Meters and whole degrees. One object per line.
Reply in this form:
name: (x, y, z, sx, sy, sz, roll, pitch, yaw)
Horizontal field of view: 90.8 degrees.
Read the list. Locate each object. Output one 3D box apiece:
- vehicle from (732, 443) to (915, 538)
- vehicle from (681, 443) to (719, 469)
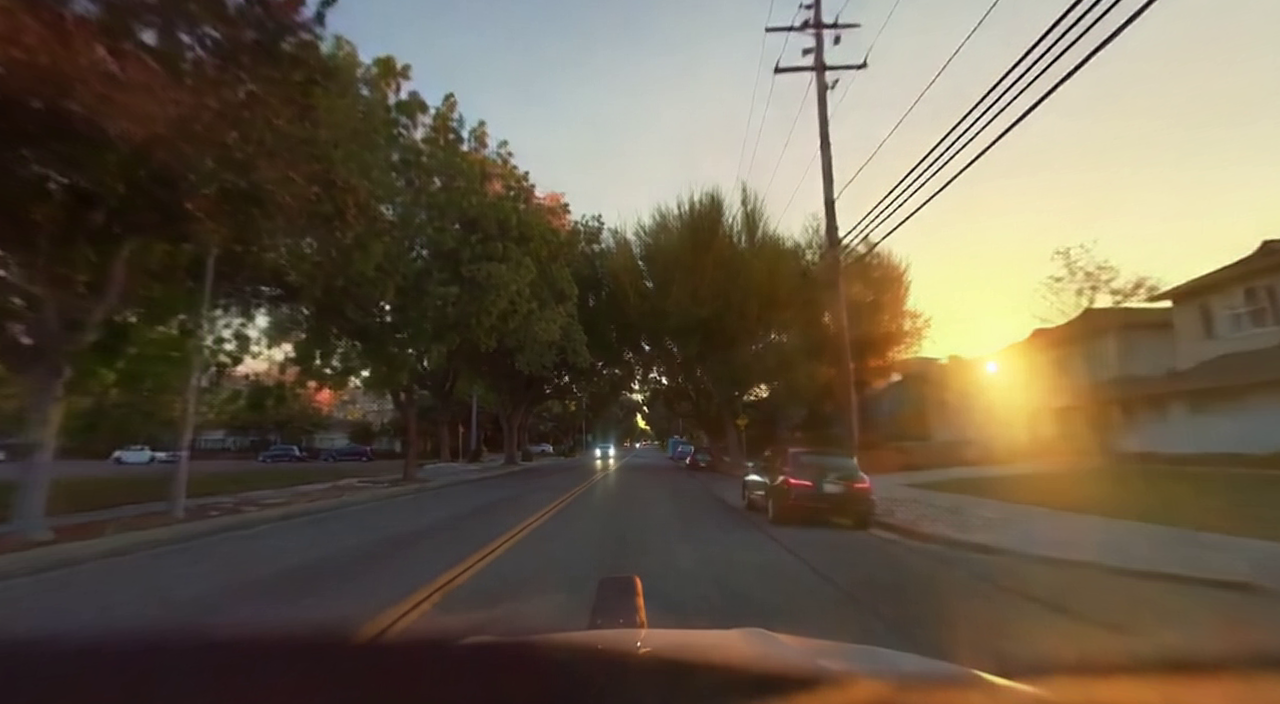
vehicle: (3.141, 2.454, 11.975, 1.990, 1.435, 4.526, 0, -8, -2)
vehicle: (3.641, 6.381, 39.048, 1.915, 1.491, 4.642, 0, -8, 0)
